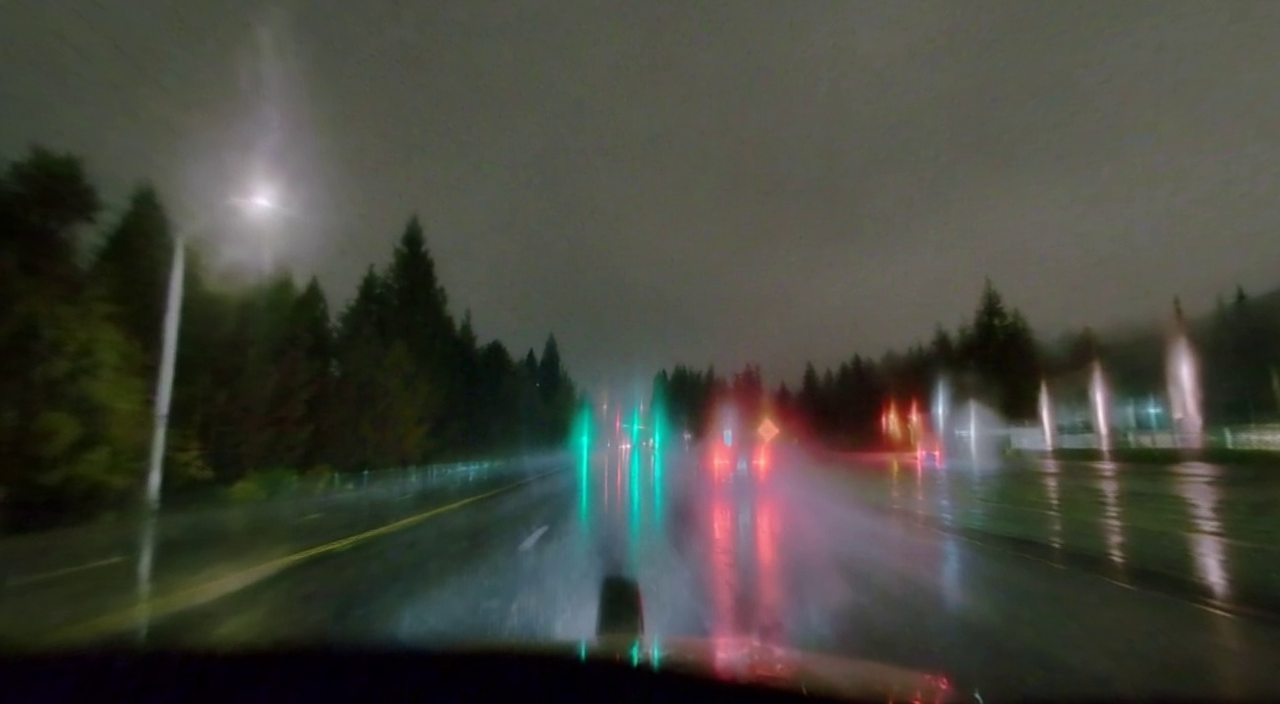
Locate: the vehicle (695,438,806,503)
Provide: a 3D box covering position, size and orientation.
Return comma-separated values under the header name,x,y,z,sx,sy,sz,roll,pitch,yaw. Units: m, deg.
name,x,y,z,sx,sy,sz,roll,pitch,yaw
vehicle,2.721,3.037,16.679,2.042,1.469,4.470,0,-8,-1
